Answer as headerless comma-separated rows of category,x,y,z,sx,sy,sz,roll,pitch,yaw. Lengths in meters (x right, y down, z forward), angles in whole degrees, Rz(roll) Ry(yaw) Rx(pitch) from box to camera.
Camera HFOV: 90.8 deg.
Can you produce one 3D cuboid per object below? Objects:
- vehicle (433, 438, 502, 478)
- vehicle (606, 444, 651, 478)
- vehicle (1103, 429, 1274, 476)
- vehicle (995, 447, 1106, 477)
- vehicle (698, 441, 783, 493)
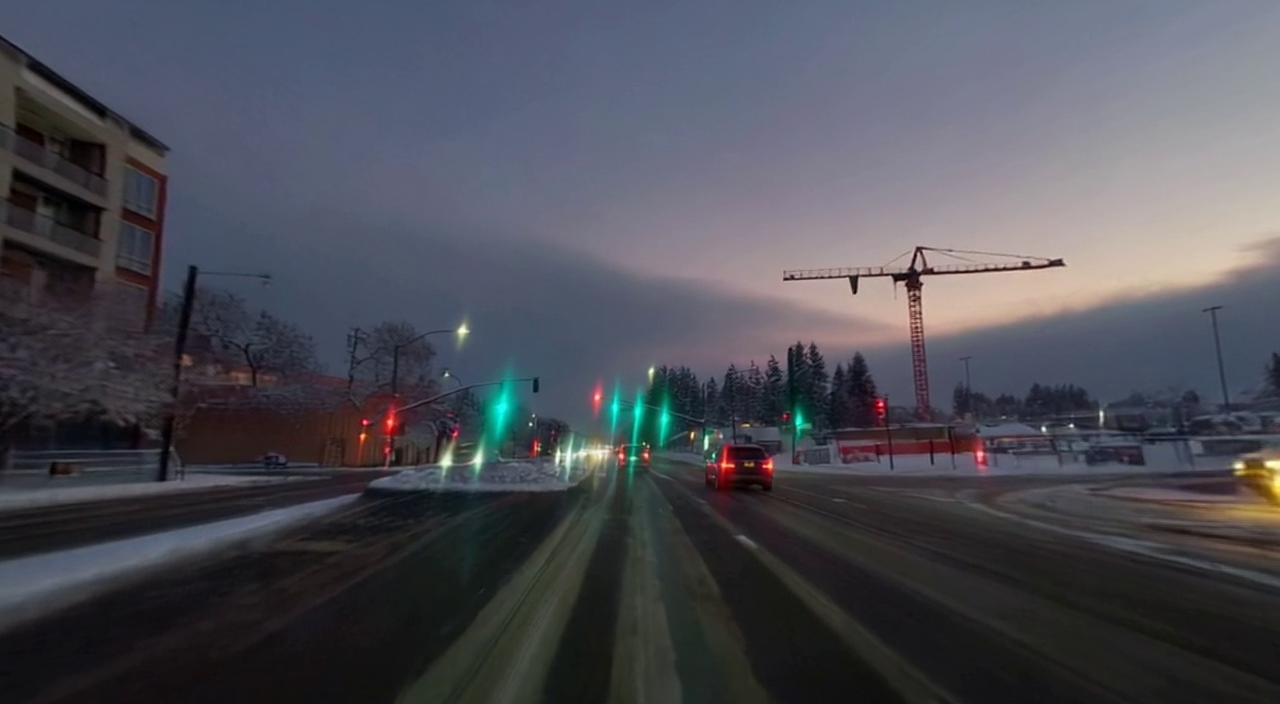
vehicle,-8.633,5.339,32.093,2.111,1.832,4.778,0,-9,0
vehicle,-0.552,5.095,29.851,2.006,1.487,3.535,0,-9,-1
vehicle,25.271,4.678,29.324,5.433,1.955,2.512,-1,-10,0
vehicle,19.041,5.102,29.441,3.839,1.281,1.836,0,-9,0
vehicle,3.084,3.627,20.247,1.910,1.474,4.003,0,-9,-2
